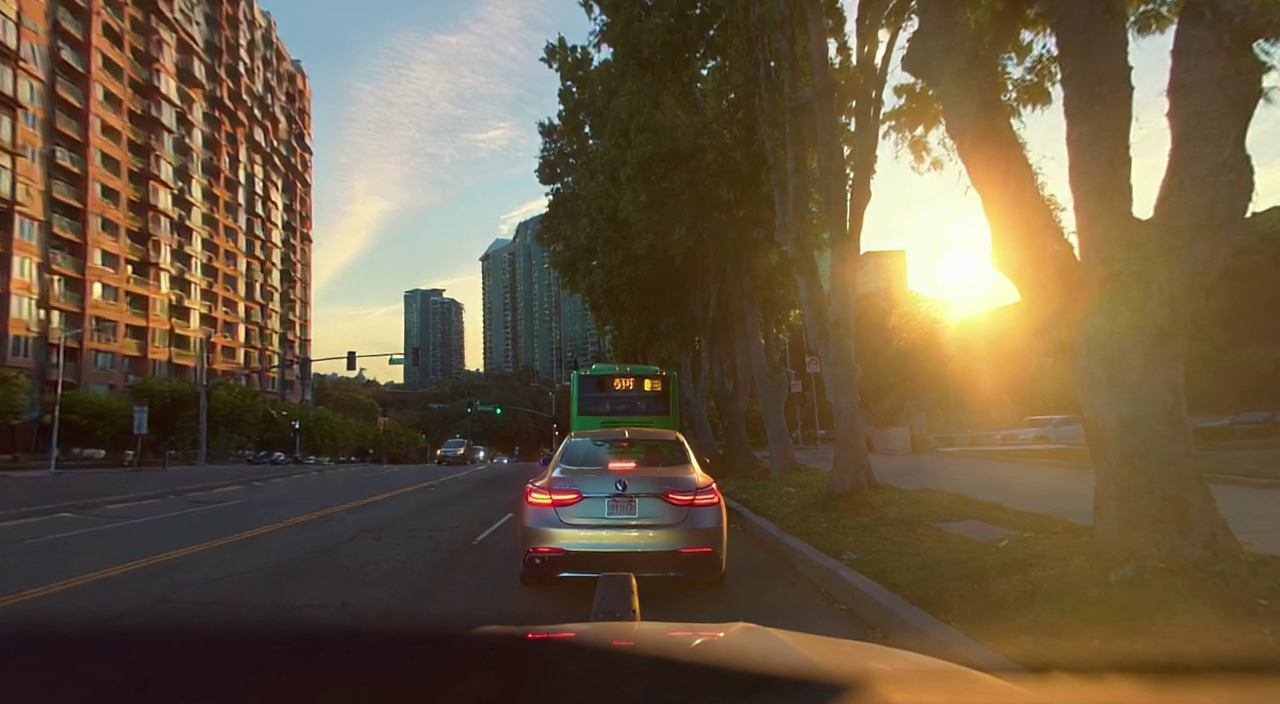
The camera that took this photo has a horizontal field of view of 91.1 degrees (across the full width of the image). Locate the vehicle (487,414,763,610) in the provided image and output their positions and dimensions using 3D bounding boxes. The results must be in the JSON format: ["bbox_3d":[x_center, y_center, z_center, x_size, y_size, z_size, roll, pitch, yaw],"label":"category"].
[{"bbox_3d":[-0.157,1.465,6.749,2.064,1.452,3.942,0,-8,-1],"label":"vehicle"}]
